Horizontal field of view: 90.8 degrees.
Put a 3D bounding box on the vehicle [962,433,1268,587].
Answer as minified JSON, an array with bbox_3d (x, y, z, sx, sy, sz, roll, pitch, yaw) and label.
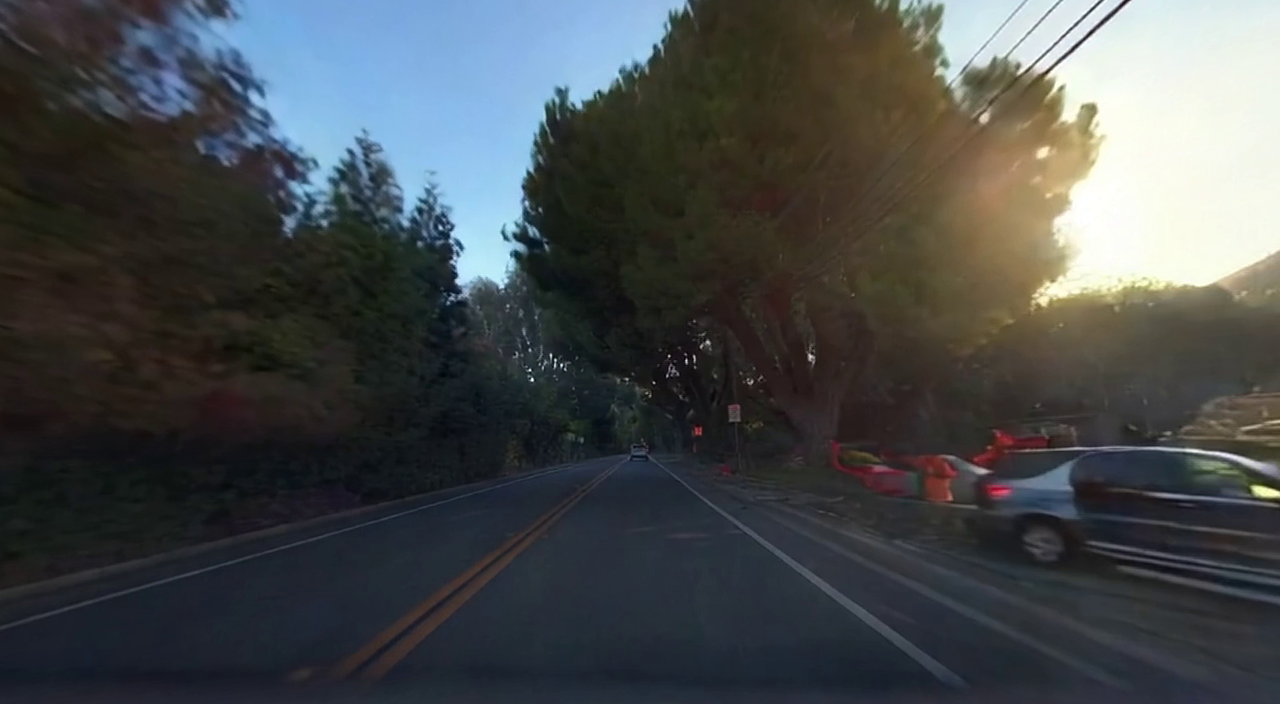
[{"bbox_3d":[7.261,2.265,9.608,4.620,1.820,1.917,7,-10,-29],"label":"vehicle"}]
